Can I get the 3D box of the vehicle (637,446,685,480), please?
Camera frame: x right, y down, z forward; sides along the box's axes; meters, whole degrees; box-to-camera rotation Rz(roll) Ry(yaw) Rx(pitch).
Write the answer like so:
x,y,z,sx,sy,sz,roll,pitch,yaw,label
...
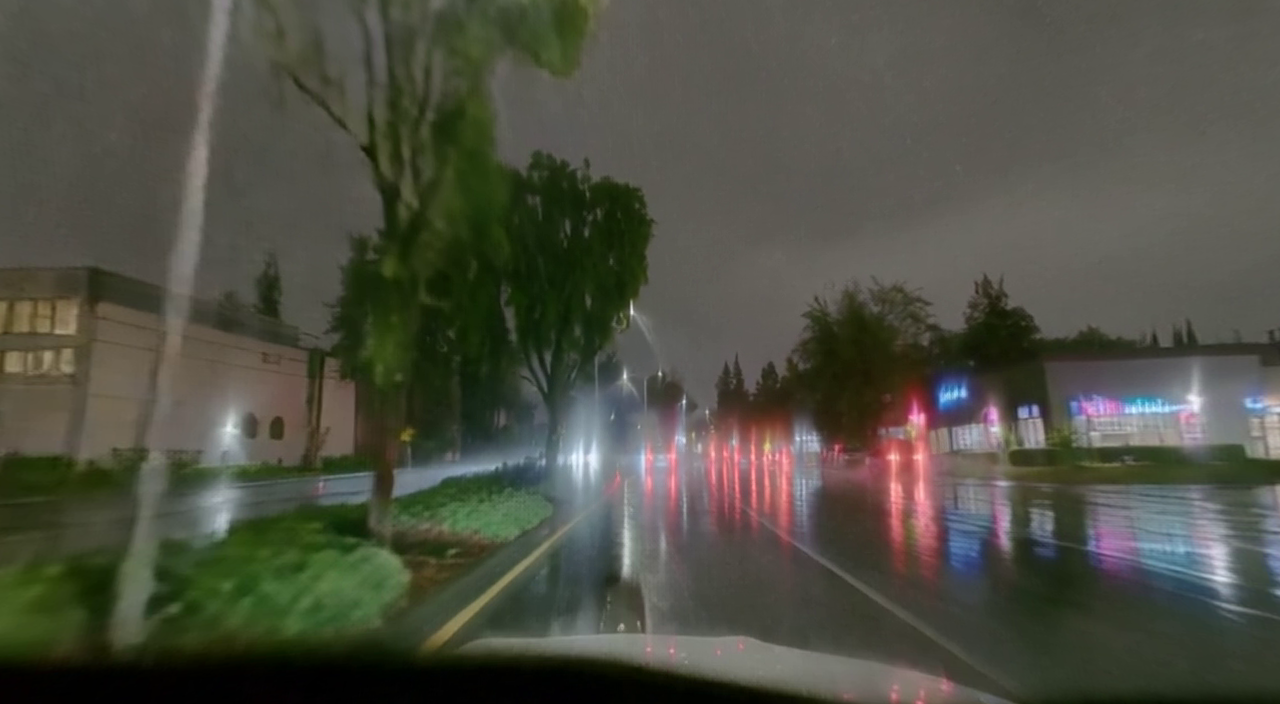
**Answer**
x,y,z,sx,sy,sz,roll,pitch,yaw,label
1.045,5.150,29.596,2.095,1.456,3.873,-1,-9,4,vehicle
